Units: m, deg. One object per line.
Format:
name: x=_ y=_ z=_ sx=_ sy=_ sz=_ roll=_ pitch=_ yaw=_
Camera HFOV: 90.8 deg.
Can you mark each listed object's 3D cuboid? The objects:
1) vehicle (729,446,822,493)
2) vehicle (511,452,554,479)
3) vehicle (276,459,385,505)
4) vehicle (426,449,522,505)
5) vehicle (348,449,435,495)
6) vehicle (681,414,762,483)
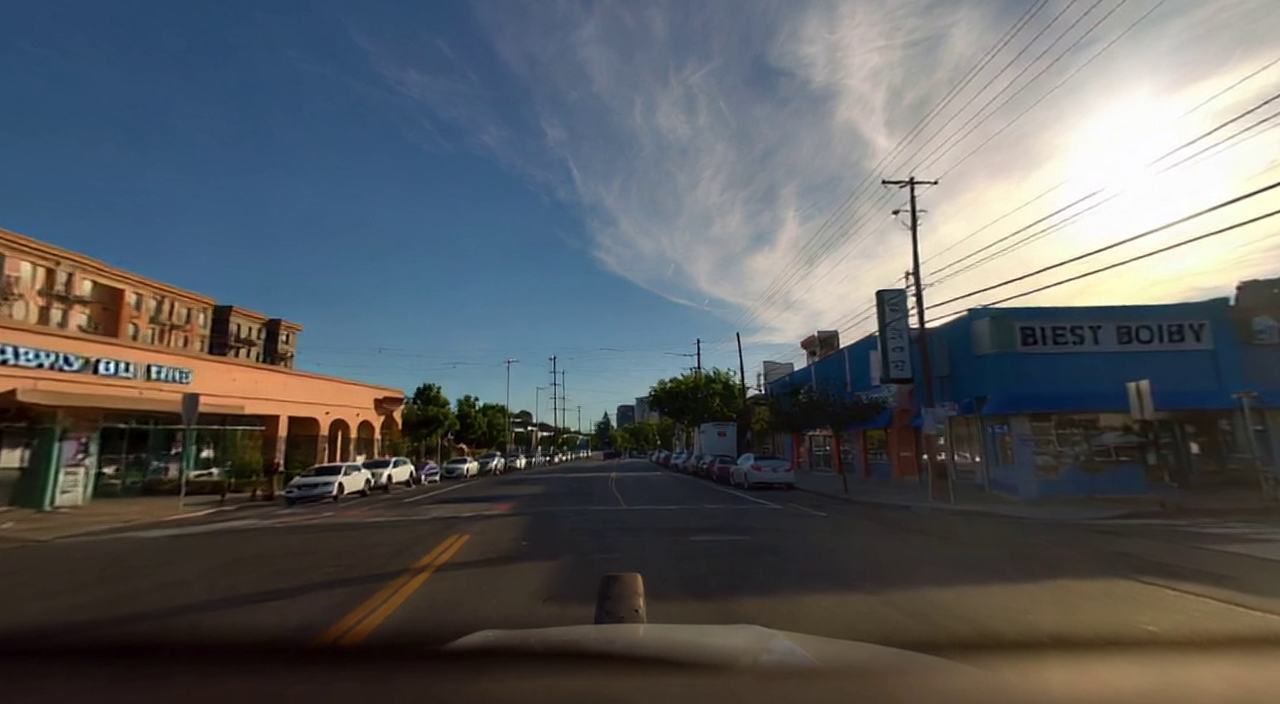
vehicle: x=5.167 y=4.545 z=24.797 sx=1.963 sy=1.646 sz=4.204 roll=2 pitch=-9 yaw=-12
vehicle: x=-6.472 y=6.844 z=38.401 sx=1.845 sy=1.469 sz=4.413 roll=0 pitch=-9 yaw=0
vehicle: x=-11.351 y=4.760 z=23.537 sx=1.978 sy=1.452 sz=4.263 roll=0 pitch=-9 yaw=-1
vehicle: x=-4.972 y=3.776 z=19.550 sx=2.050 sy=1.505 sz=4.219 roll=0 pitch=-9 yaw=-4
vehicle: x=-11.335 y=5.456 z=29.240 sx=2.072 sy=1.818 sz=4.951 roll=-3 pitch=-9 yaw=0
vehicle: x=4.078 y=5.105 z=33.521 sx=2.815 sy=3.203 sz=7.558 roll=0 pitch=-9 yaw=-3
